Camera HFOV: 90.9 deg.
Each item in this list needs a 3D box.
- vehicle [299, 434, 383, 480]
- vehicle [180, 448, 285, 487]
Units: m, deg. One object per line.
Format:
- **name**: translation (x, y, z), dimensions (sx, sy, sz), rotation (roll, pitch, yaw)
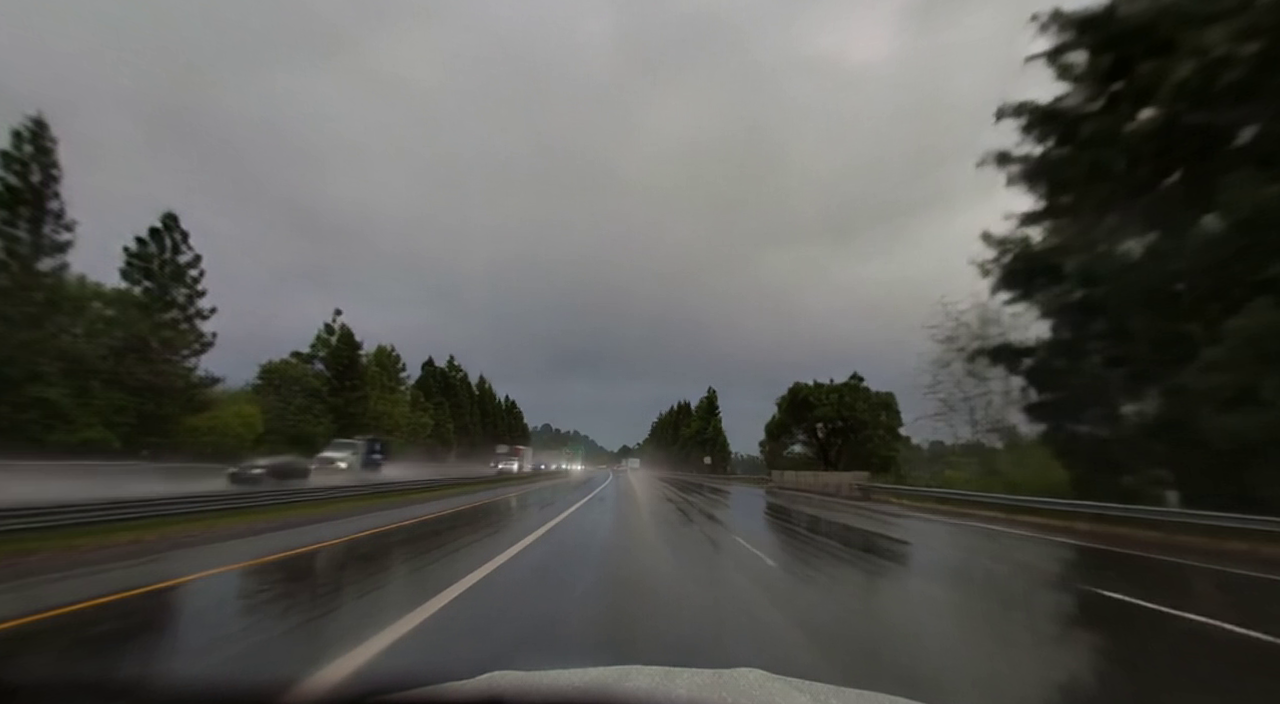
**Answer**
- **vehicle**: translation (-19.286, 6.895, 41.075), dimensions (2.252, 2.669, 6.834), rotation (1, -10, -2)
- **vehicle**: translation (-16.388, 4.680, 25.560), dimensions (1.855, 1.412, 3.502), rotation (1, -10, -1)
